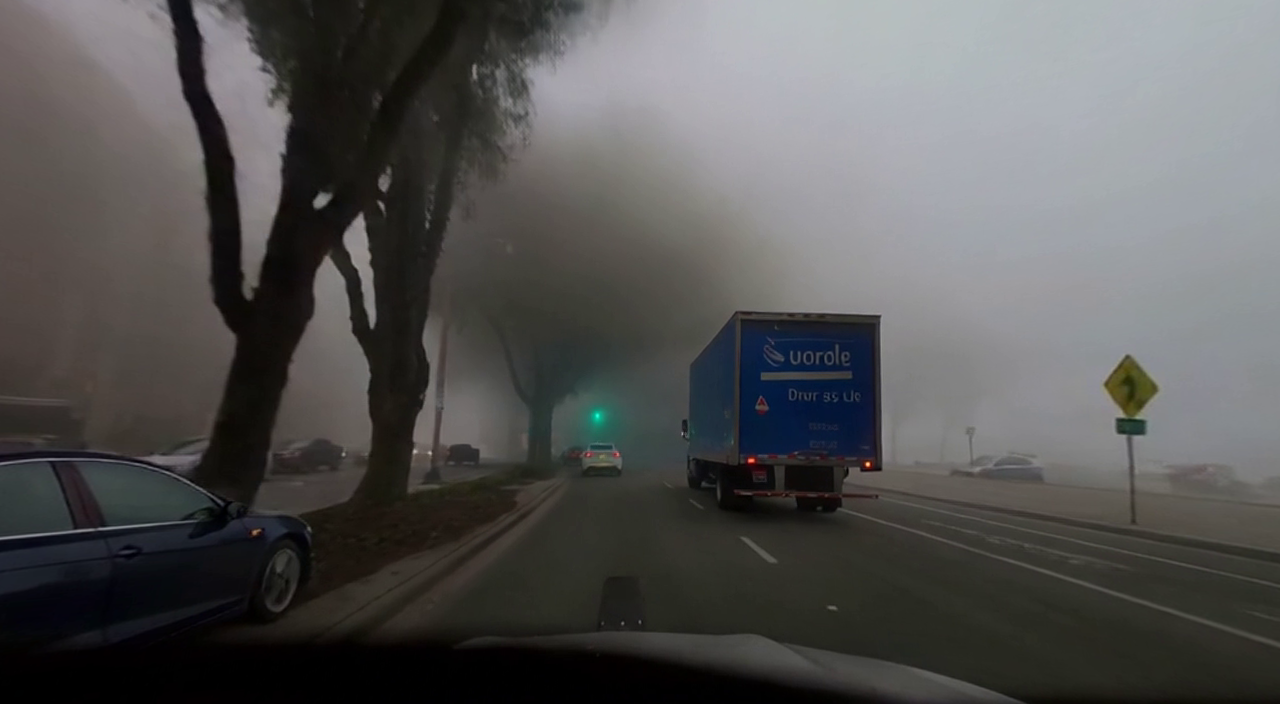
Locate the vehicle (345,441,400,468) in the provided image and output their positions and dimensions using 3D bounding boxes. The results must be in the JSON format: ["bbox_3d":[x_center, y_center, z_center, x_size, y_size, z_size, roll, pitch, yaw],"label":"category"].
[{"bbox_3d":[-17.483,6.698,41.275,1.970,1.644,4.241,0,-9,-4],"label":"vehicle"}]

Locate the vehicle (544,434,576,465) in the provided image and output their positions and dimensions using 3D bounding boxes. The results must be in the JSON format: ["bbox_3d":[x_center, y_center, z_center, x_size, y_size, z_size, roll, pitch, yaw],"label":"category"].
[{"bbox_3d":[-6.125,7.547,48.685,2.269,2.181,5.787,1,-9,-5],"label":"vehicle"}]

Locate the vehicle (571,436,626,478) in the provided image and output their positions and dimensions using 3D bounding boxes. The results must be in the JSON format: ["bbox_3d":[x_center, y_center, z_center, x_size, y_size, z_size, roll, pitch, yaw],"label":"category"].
[{"bbox_3d":[-2.039,4.897,29.607,2.388,1.811,4.455,1,-9,-6],"label":"vehicle"}]

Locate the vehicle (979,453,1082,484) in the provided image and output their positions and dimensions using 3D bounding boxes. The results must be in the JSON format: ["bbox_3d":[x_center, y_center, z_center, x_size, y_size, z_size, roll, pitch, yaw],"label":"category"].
[{"bbox_3d":[20.305,6.005,32.636,4.684,1.477,2.079,3,-9,-22],"label":"vehicle"}]

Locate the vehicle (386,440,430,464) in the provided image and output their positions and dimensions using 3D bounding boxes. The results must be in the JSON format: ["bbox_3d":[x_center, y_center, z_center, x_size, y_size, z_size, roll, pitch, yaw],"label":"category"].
[{"bbox_3d":[-18.166,7.856,49.408,2.004,1.728,4.714,0,-9,-5],"label":"vehicle"}]

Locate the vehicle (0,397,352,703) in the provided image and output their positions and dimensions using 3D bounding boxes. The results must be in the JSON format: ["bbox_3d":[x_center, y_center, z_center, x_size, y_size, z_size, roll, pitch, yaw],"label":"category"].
[{"bbox_3d":[-3.592,1.094,3.543,1.828,1.515,4.422,0,-9,0],"label":"vehicle"}]

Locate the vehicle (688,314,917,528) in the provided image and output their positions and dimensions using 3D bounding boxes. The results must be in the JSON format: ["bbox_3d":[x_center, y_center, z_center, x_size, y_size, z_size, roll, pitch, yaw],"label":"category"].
[{"bbox_3d":[3.074,1.763,14.963,2.905,3.644,8.441,0,-9,-2],"label":"vehicle"}]

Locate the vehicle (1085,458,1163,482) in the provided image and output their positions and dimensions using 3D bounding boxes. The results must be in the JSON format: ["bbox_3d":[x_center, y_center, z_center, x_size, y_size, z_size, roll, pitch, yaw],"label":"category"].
[{"bbox_3d":[33.795,8.191,43.840,4.896,1.480,2.015,3,-8,-22],"label":"vehicle"}]

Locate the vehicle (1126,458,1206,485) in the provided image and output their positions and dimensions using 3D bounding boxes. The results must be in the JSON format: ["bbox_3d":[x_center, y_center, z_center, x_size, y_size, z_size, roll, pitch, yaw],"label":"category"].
[{"bbox_3d":[34.624,7.825,41.315,4.494,1.612,2.043,3,-9,-22],"label":"vehicle"}]
